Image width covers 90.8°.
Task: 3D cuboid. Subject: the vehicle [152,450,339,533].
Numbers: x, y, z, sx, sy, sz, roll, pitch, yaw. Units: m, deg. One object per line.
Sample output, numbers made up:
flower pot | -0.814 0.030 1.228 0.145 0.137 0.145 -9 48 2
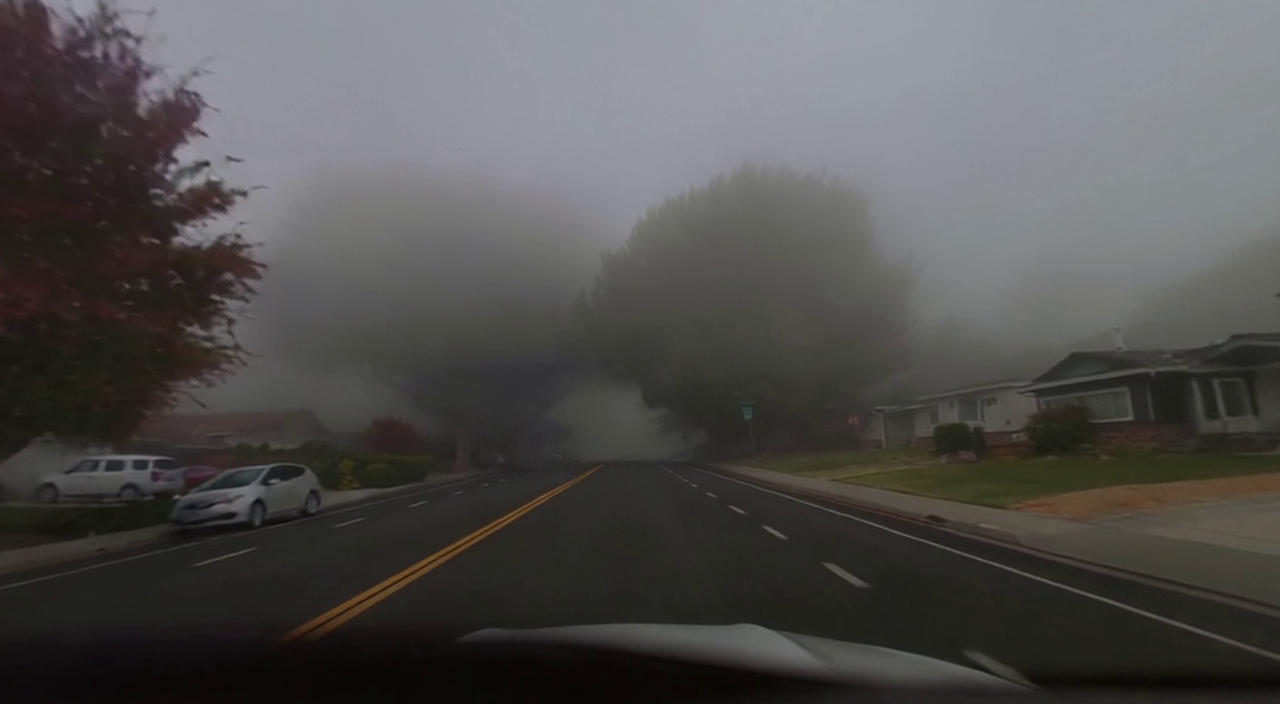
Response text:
vehicle | -9.625 3.364 15.944 1.931 1.465 4.683 -5 -7 -3

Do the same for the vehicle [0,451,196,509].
vehicle | -19.527 4.598 23.002 4.802 1.868 2.395 0 -8 -2
